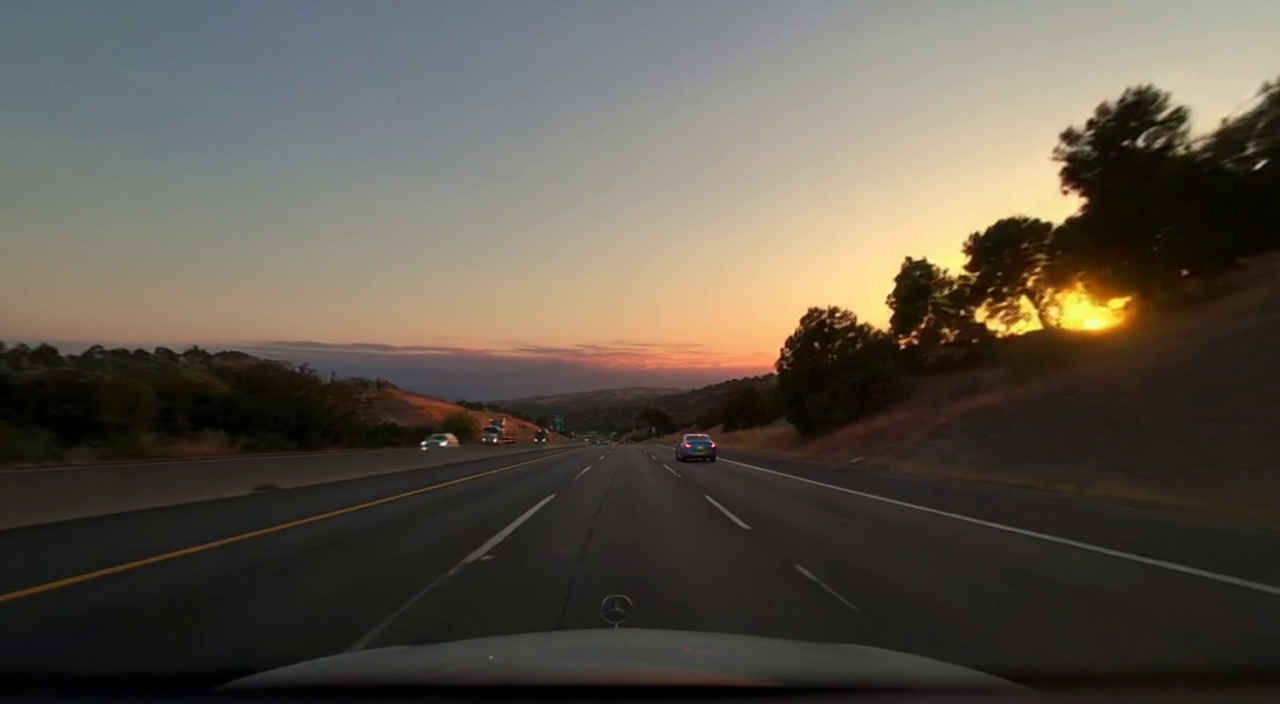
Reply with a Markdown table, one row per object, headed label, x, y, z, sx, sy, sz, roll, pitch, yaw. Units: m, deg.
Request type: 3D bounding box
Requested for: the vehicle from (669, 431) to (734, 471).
| label | x | y | z | sx | sy | sz | roll | pitch | yaw |
| --- | --- | --- | --- | --- | --- | --- | --- | --- | --- |
| vehicle | 2.701 | 4.507 | 28.798 | 2.349 | 1.651 | 4.161 | 0 | -8 | -2 |
